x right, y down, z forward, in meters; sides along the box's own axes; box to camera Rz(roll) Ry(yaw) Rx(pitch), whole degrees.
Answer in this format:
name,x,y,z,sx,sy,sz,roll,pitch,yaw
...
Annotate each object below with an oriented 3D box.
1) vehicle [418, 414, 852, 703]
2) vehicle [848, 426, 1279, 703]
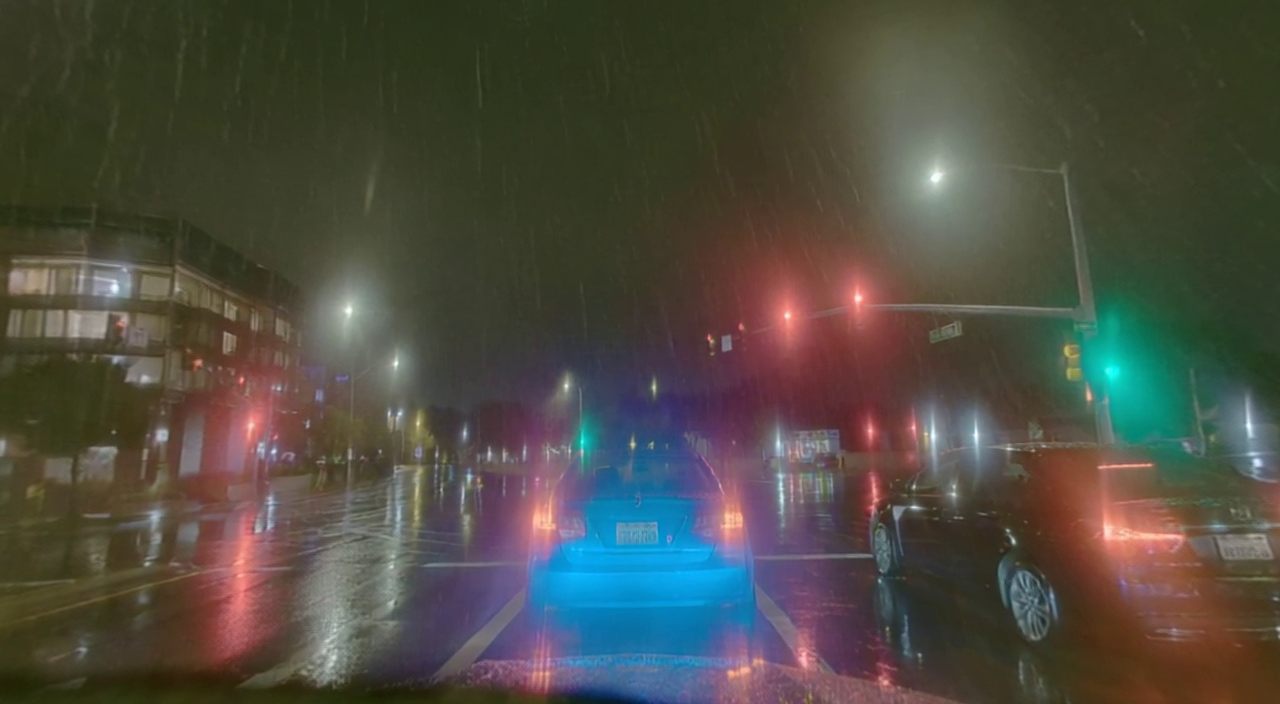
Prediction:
name,x,y,z,sx,sy,sz,roll,pitch,yaw
vehicle,-0.059,1.349,5.153,2.094,1.481,4.078,0,-8,-1
vehicle,3.348,1.376,5.083,1.860,1.430,4.089,0,-8,-1
